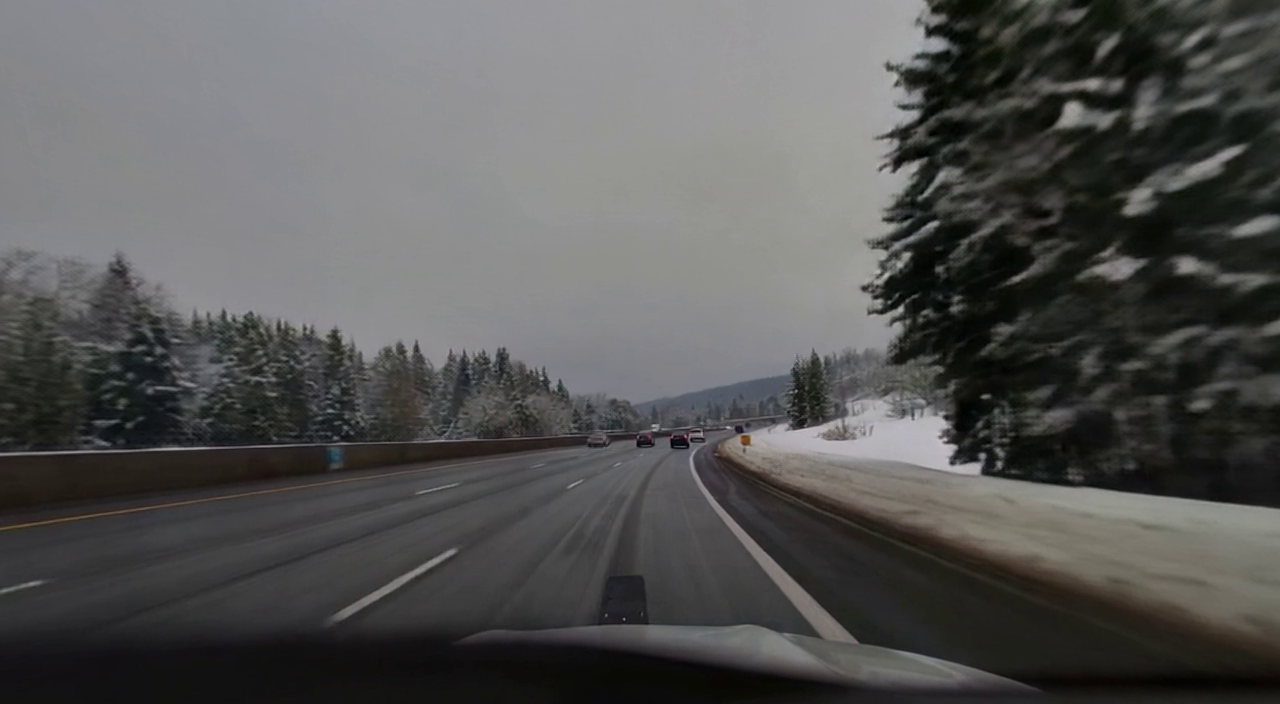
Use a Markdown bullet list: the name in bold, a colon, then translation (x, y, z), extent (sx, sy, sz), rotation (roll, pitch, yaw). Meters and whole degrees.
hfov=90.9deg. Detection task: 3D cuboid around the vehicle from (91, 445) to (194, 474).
- **vehicle**: translation (-28.209, 6.079, 35.996), extent (1.819, 1.484, 4.739), rotation (-1, -8, 4)
